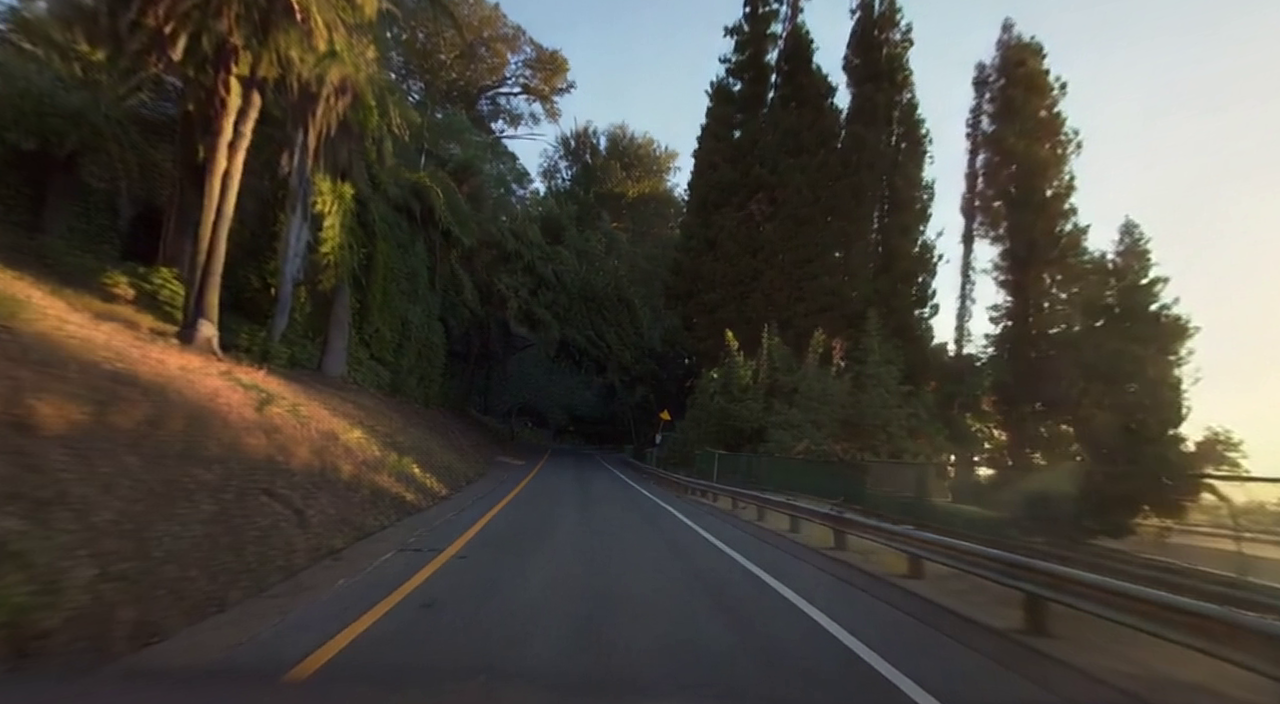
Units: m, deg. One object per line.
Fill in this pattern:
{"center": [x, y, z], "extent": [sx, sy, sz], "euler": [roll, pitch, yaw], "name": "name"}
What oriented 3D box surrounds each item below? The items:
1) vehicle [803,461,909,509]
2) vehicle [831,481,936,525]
{"center": [10.276, 6.381, 30.317], "extent": [4.547, 1.929, 2.008], "euler": [-5, -8, 17], "name": "vehicle"}
{"center": [10.522, 6.536, 27.532], "extent": [3.934, 1.414, 1.895], "euler": [4, -11, 9], "name": "vehicle"}
